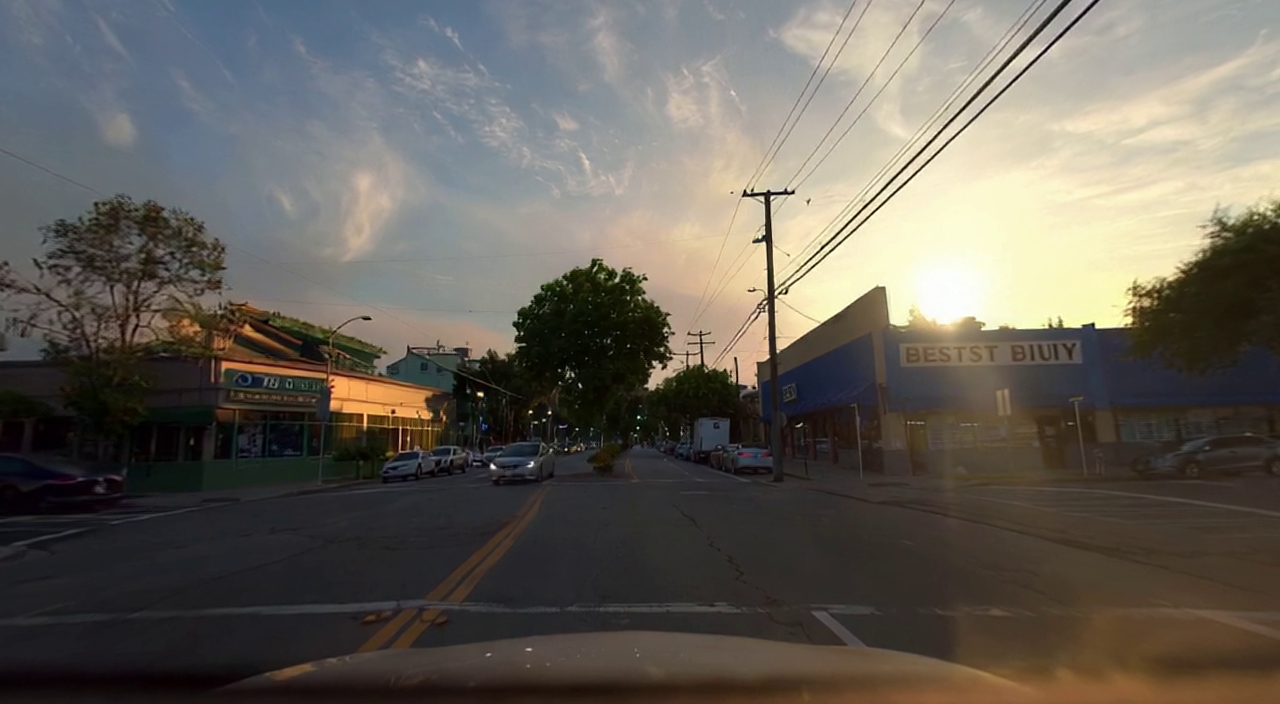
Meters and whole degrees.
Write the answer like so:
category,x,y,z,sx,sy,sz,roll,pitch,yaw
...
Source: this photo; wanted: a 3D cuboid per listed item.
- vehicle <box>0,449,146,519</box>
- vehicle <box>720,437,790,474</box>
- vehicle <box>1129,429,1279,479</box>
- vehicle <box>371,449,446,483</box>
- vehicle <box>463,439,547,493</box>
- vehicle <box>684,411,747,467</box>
category,x,y,z,sx,sy,sz,roll,pitch,yaw
vehicle,-15.066,3.080,14.972,4.729,1.518,2.107,3,-9,-17
vehicle,5.590,5.088,31.307,1.963,1.646,4.204,2,-9,-11
vehicle,18.619,3.230,20.115,4.368,1.479,1.985,0,-8,1
vehicle,-10.958,5.383,30.244,1.978,1.452,4.263,0,-8,0
vehicle,-4.160,3.545,20.098,1.914,1.506,4.125,0,-8,-3
vehicle,4.599,5.535,40.037,2.815,3.203,7.558,0,-8,-2
